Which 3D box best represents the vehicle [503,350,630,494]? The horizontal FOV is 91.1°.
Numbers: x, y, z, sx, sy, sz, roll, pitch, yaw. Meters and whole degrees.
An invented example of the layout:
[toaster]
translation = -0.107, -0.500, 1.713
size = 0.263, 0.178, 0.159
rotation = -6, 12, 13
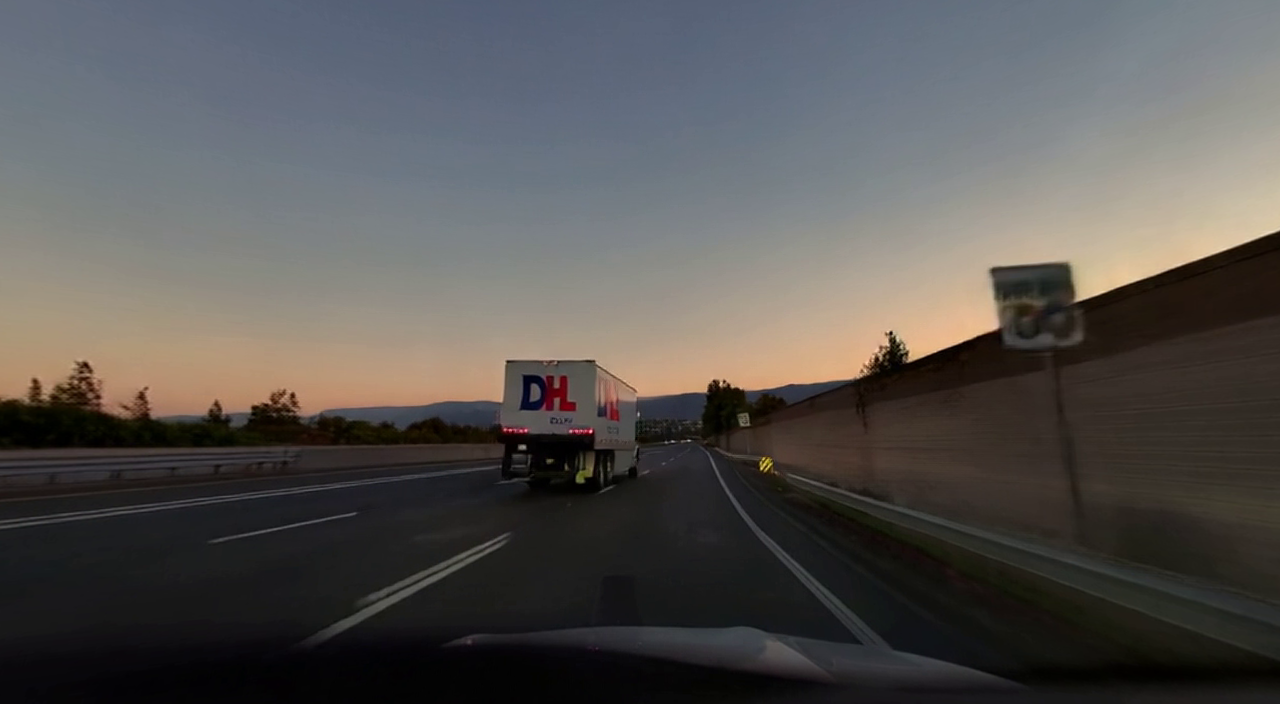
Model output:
[vehicle]
translation = -2.222, 2.577, 22.772
size = 2.796, 4.184, 8.554
rotation = 0, -8, 5
